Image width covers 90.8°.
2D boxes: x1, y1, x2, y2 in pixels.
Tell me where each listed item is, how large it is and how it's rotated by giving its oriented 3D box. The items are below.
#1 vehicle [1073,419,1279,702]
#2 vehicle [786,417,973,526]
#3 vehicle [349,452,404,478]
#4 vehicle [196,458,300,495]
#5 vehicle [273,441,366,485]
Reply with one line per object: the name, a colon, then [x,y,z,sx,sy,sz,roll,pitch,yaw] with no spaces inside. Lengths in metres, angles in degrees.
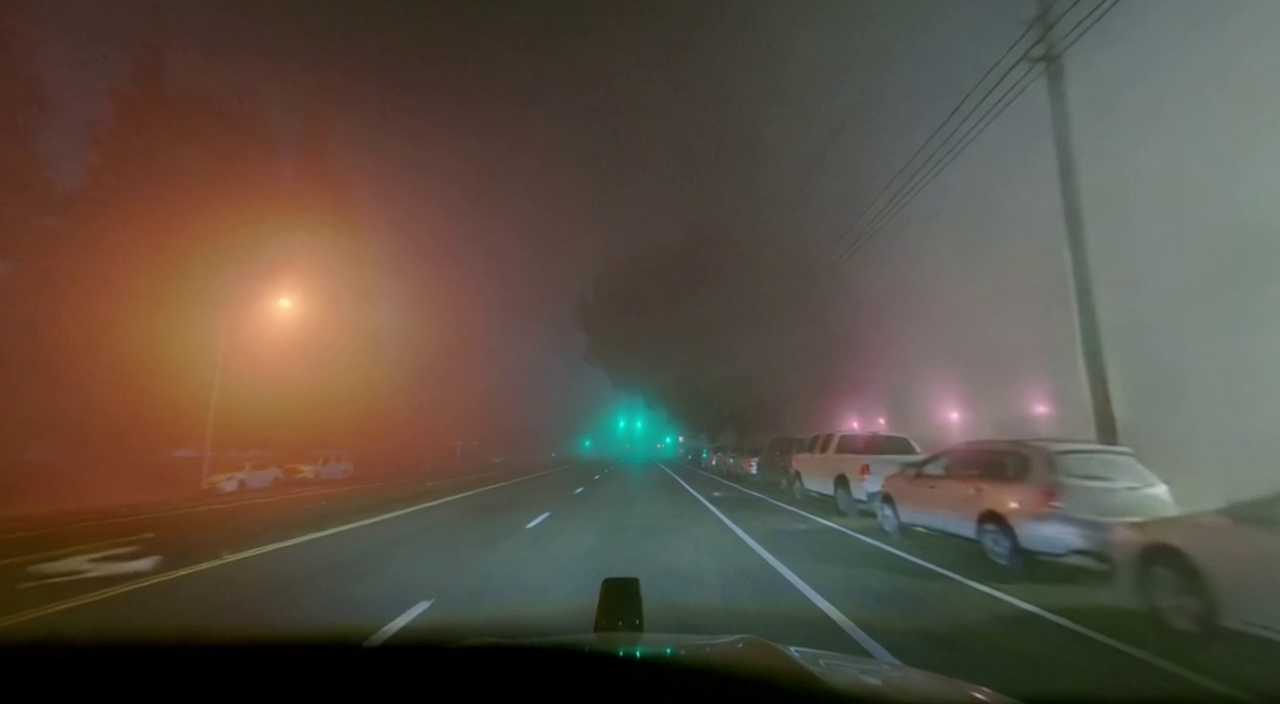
vehicle: [4.459,1.005,2.630,1.927,1.523,4.668,0,-9,-1]
vehicle: [4.483,2.332,12.764,1.926,1.778,4.568,0,-9,-1]
vehicle: [-17.770,7.633,42.870,1.871,1.596,4.114,0,-9,1]
vehicle: [-17.814,5.661,28.977,1.921,1.480,4.392,0,-9,0]
vehicle: [-17.842,6.202,35.547,2.360,2.225,5.385,0,-9,0]
